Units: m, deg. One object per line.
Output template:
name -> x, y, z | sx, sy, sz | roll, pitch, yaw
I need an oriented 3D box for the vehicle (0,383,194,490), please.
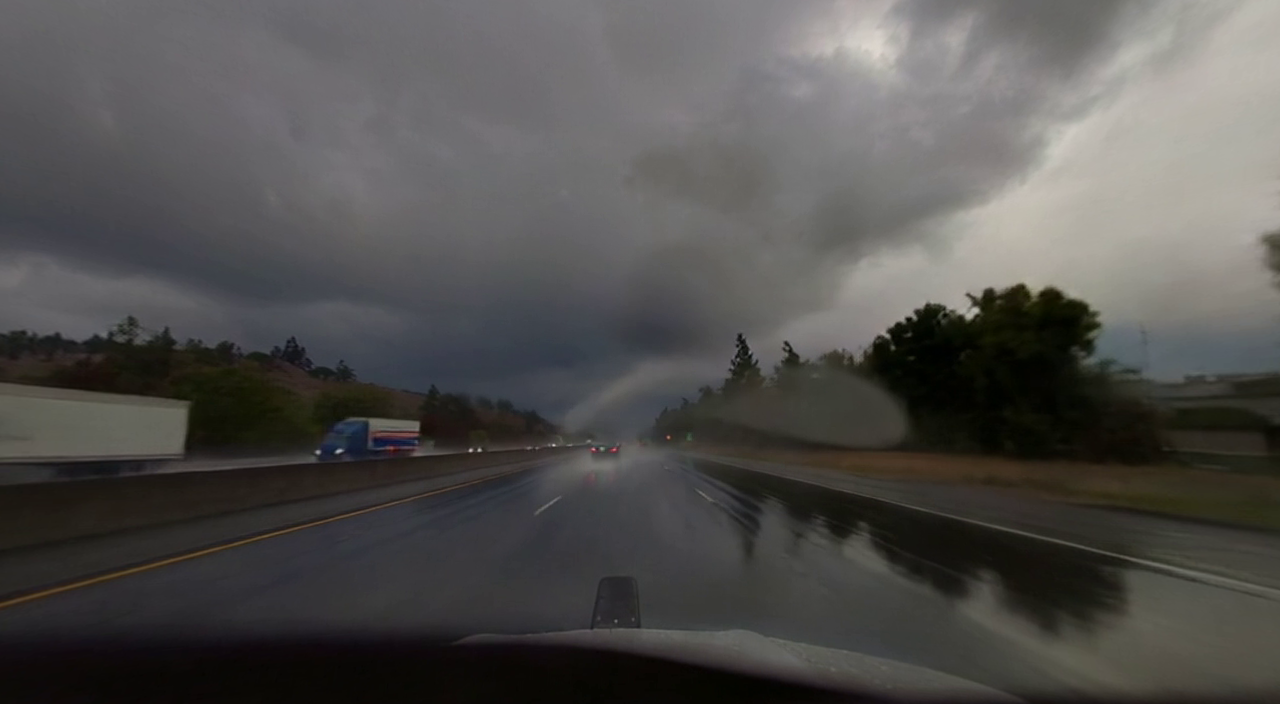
vehicle -> -24.543, 3.827, 28.296 | 2.864, 4.070, 8.268 | 0, -8, -1

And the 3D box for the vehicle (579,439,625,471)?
vehicle -> -1.977, 5.447, 33.613 | 2.158, 1.562, 4.373 | -1, -8, 0
